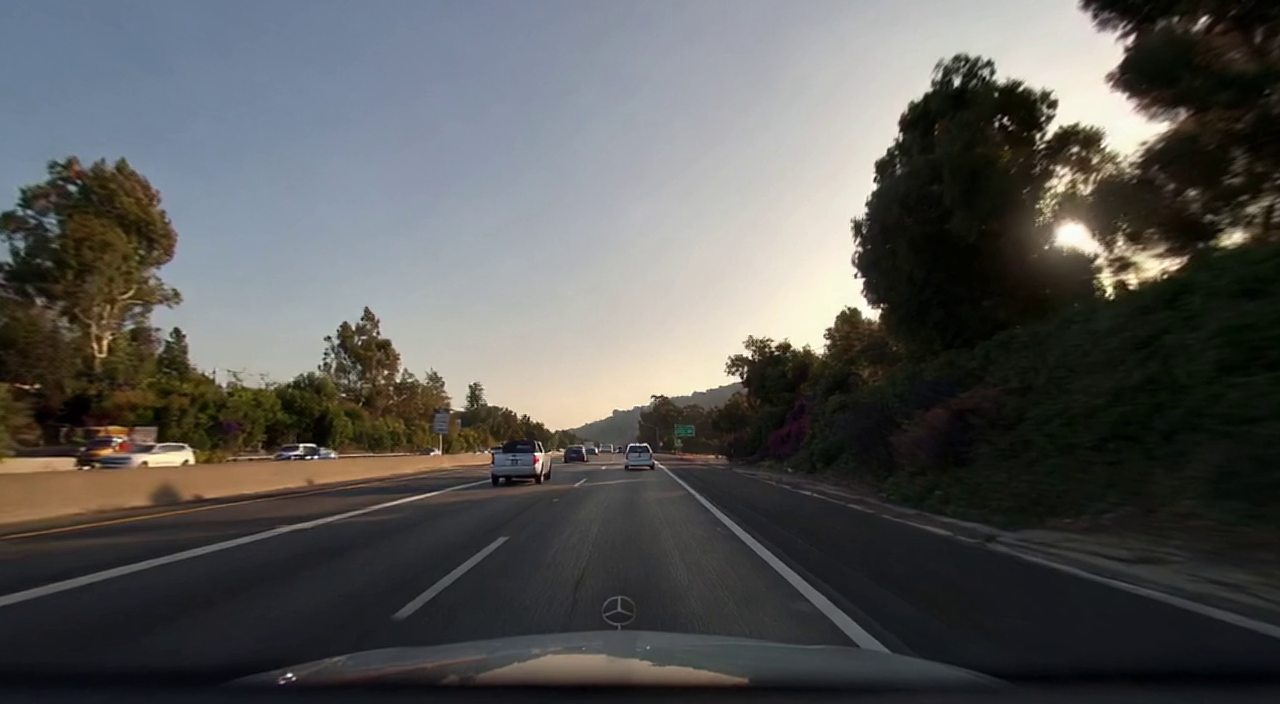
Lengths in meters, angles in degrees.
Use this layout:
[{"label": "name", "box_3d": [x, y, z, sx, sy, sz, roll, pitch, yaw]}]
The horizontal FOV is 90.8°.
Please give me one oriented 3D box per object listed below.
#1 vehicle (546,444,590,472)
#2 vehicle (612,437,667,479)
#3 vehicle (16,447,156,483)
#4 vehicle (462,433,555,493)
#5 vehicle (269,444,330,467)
[{"label": "vehicle", "box_3d": [-4.207, 6.231, 37.354, 2.084, 1.528, 4.094, 0, -8, 0]}, {"label": "vehicle", "box_3d": [-0.063, 4.894, 29.423, 2.378, 1.750, 4.355, 0, -8, -1]}, {"label": "vehicle", "box_3d": [-25.097, 5.094, 28.899, 2.163, 1.480, 4.658, 0, -8, 0]}, {"label": "vehicle", "box_3d": [-4.109, 3.550, 20.545, 2.044, 1.717, 4.421, 0, -8, 1]}, {"label": "vehicle", "box_3d": [-24.891, 7.589, 46.386, 1.921, 1.603, 4.515, 0, -8, 0]}]
